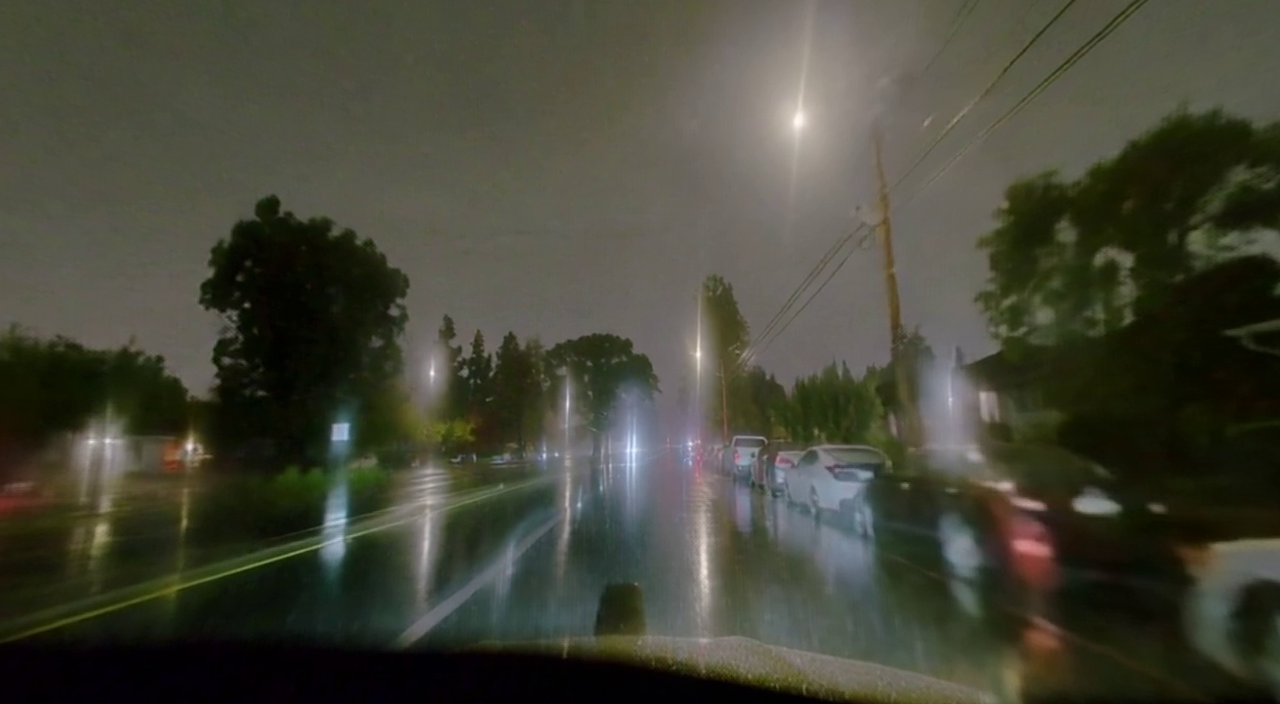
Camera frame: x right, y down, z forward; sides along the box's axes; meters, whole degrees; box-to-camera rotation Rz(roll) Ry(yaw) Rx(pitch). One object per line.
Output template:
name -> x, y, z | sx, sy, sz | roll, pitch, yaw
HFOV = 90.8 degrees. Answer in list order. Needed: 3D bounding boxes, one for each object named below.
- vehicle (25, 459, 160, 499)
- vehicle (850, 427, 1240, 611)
vehicle -> -23.558, 5.449, 27.464 | 1.805, 1.446, 4.556 | 0, -9, -1
vehicle -> 4.302, 1.746, 7.780 | 1.869, 1.523, 4.306 | -2, -7, -1
